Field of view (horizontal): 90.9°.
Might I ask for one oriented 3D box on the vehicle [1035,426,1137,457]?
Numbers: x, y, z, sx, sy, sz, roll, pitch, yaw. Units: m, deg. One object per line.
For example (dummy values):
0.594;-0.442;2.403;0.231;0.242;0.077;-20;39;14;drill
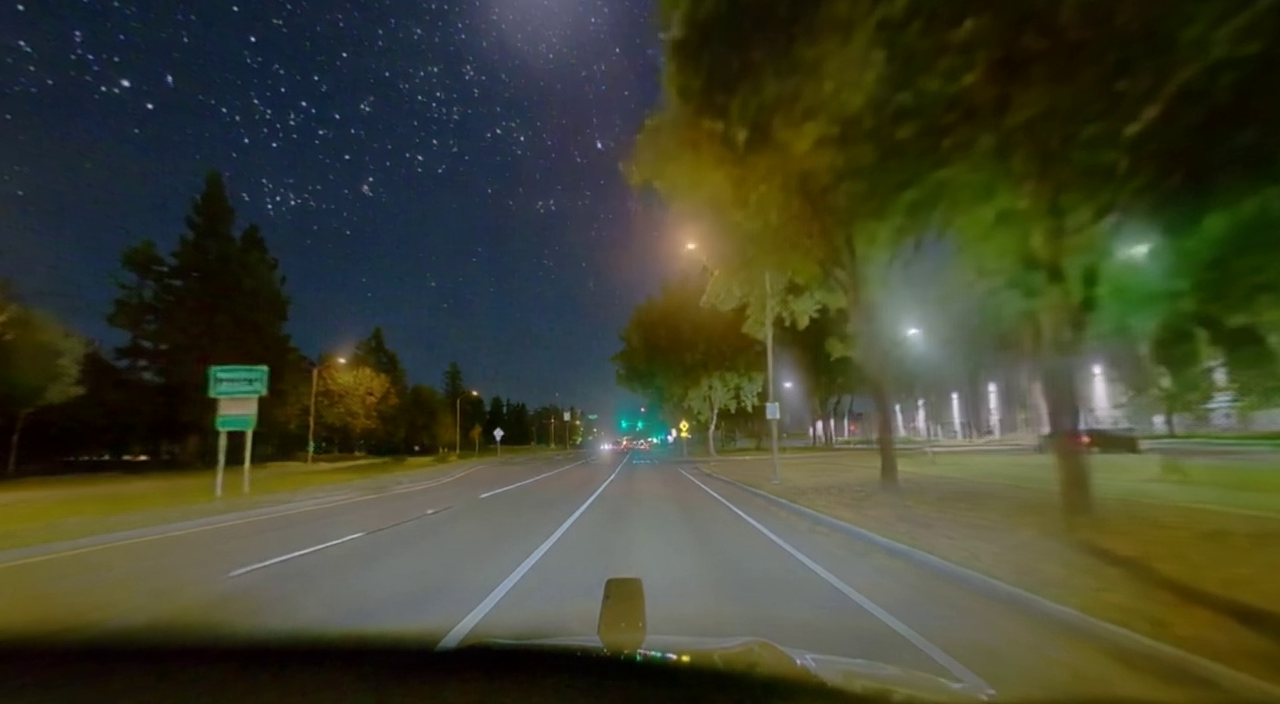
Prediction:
25.922;5.214;36.758;4.384;1.682;1.866;-1;-9;2;vehicle
